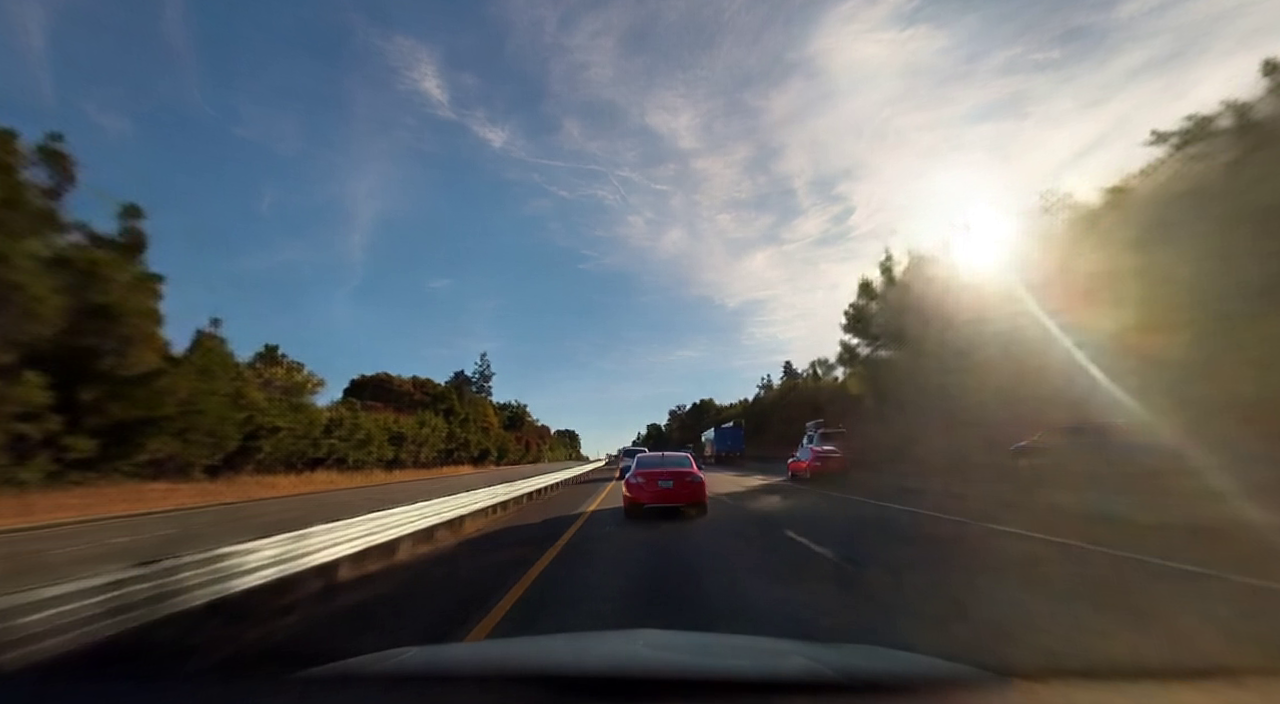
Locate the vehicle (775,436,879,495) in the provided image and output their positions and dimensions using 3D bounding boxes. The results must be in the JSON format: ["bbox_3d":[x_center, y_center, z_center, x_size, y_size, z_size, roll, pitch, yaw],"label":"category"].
[{"bbox_3d":[6.379,3.936,22.167,2.177,1.827,4.565,0,-9,-1],"label":"vehicle"}]

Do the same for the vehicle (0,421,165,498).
[{"bbox_3d":[-33.472,6.448,38.398,2.902,3.981,7.819,-3,-8,0],"label":"vehicle"}]

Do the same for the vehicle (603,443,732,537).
[{"bbox_3d":[0.423,2.535,12.126,2.076,1.485,3.774,0,-9,-1],"label":"vehicle"}]

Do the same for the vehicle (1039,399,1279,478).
[{"bbox_3d":[31.592,5.530,39.248,2.822,3.996,14.073,1,-9,-7],"label":"vehicle"}]
